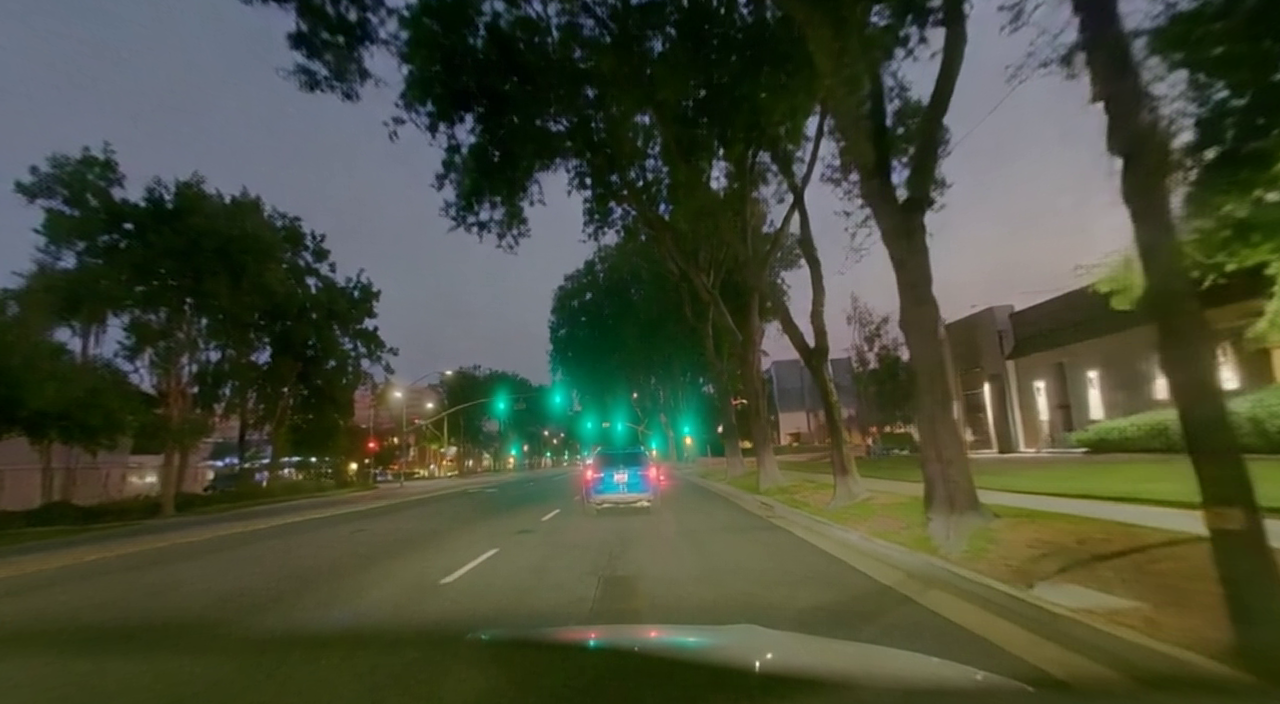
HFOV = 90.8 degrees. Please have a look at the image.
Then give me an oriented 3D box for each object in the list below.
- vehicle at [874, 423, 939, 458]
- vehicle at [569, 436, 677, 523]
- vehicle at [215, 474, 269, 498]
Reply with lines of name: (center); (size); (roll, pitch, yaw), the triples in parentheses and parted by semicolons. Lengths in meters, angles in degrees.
vehicle: (16.280, 5.539, 38.915); (2.039, 1.990, 5.111); (-1, -9, 4)
vehicle: (-0.364, 2.844, 14.497); (2.136, 1.703, 3.910); (0, -9, -1)
vehicle: (-28.656, 9.658, 45.596); (1.771, 1.435, 4.144); (-3, -11, -9)
